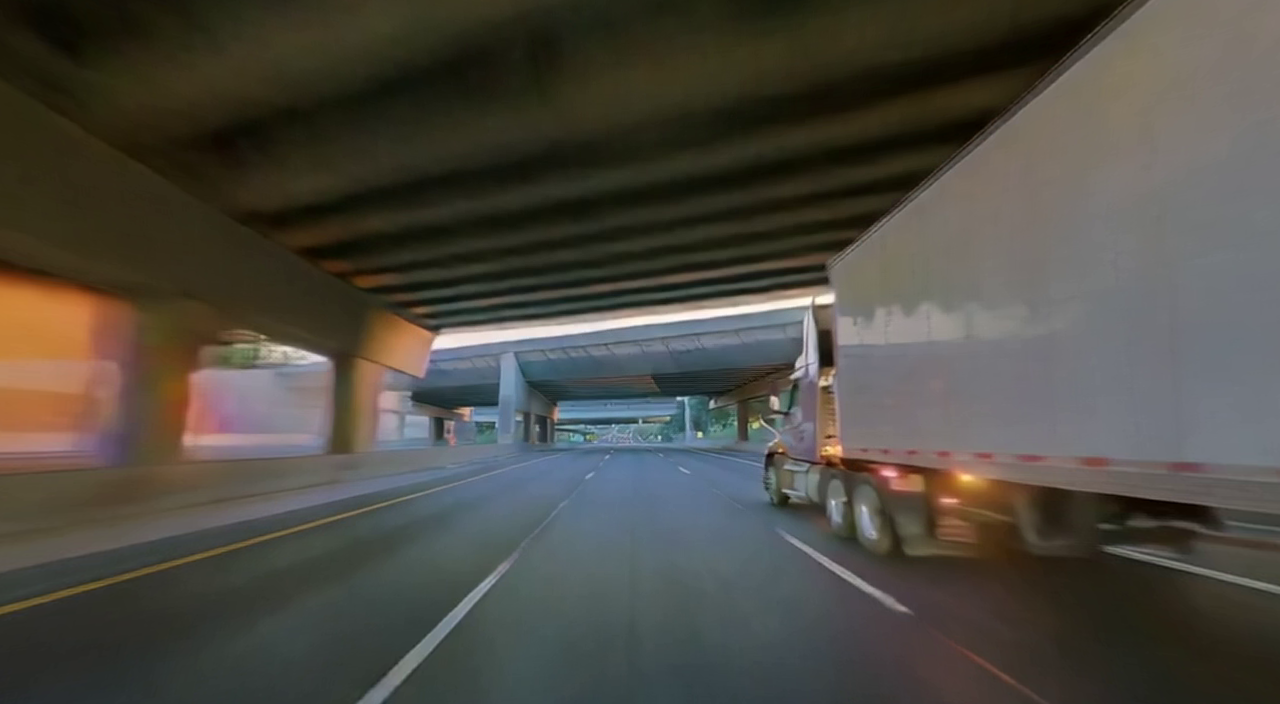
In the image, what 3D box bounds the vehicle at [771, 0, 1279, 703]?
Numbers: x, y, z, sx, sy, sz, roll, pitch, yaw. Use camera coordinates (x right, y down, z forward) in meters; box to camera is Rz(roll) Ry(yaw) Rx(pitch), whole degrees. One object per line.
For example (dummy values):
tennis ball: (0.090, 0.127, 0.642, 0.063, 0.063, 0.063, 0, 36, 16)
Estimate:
vehicle: (4.397, 0.318, 7.769, 3.162, 3.950, 10.161, 0, -8, -1)
